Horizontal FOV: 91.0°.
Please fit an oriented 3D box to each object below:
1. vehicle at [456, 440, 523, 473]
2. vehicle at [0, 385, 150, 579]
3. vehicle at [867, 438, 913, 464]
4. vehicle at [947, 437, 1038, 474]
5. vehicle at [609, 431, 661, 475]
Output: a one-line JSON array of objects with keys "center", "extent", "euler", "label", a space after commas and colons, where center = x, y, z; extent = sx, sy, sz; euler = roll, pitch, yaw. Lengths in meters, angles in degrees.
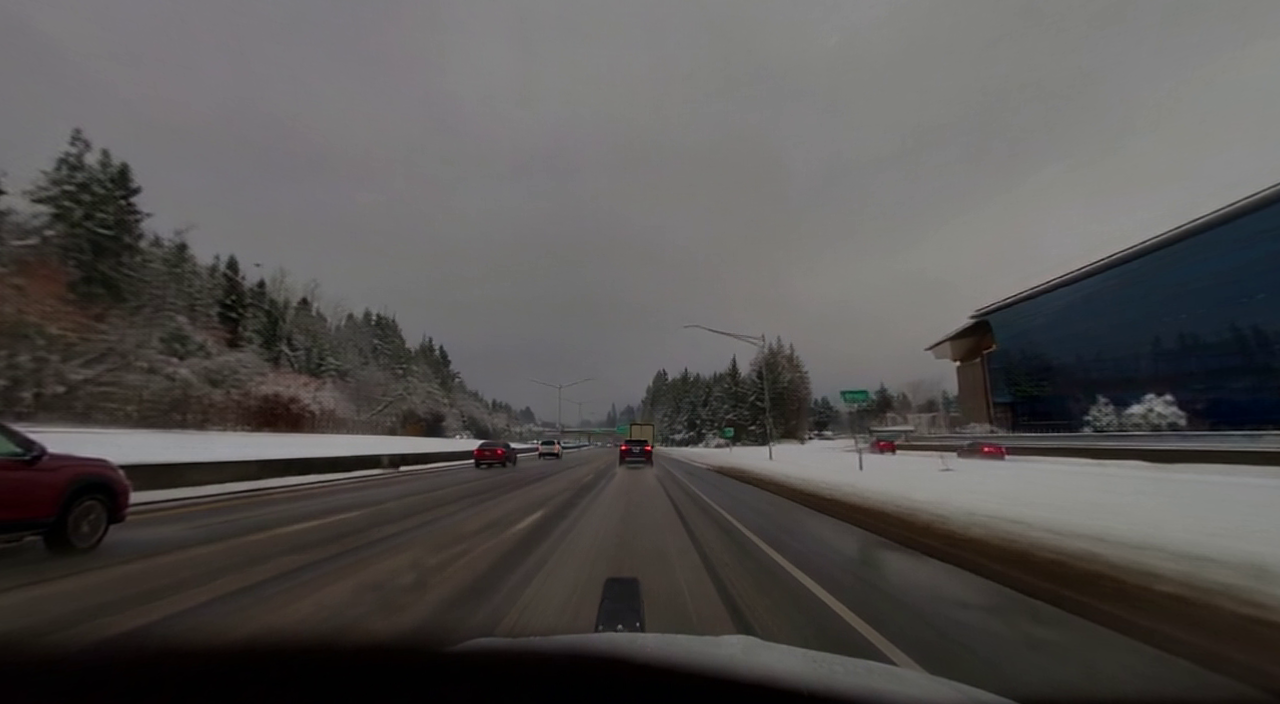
[{"center": [-7.323, 5.130, 31.105], "extent": [2.074, 1.495, 4.643], "euler": [0, -9, 1], "label": "vehicle"}, {"center": [-7.172, 1.119, 5.228], "extent": [2.146, 1.834, 4.999], "euler": [0, -9, 0], "label": "vehicle"}, {"center": [18.973, 7.516, 48.029], "extent": [2.242, 1.835, 4.667], "euler": [-1, -9, 8], "label": "vehicle"}, {"center": [17.328, 5.099, 31.291], "extent": [2.019, 1.657, 4.582], "euler": [0, -9, 3], "label": "vehicle"}, {"center": [-0.220, 4.742, 29.765], "extent": [2.245, 1.863, 4.801], "euler": [0, -9, 0], "label": "vehicle"}]
